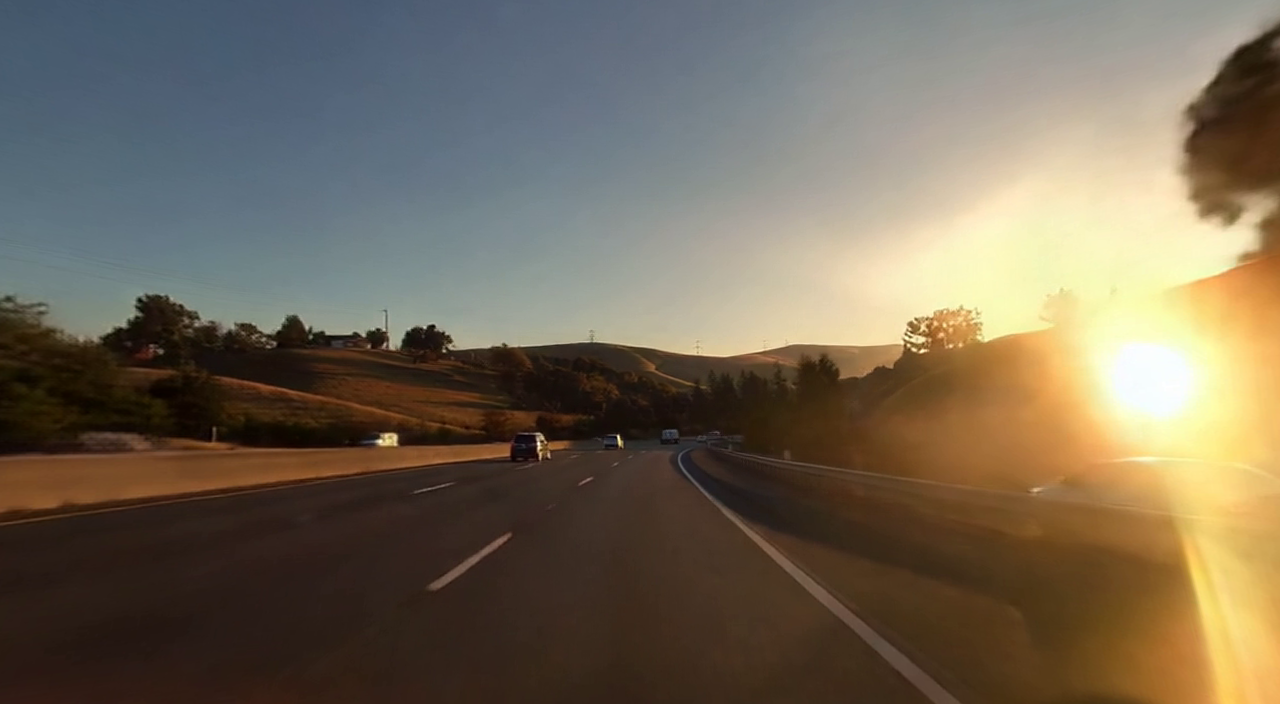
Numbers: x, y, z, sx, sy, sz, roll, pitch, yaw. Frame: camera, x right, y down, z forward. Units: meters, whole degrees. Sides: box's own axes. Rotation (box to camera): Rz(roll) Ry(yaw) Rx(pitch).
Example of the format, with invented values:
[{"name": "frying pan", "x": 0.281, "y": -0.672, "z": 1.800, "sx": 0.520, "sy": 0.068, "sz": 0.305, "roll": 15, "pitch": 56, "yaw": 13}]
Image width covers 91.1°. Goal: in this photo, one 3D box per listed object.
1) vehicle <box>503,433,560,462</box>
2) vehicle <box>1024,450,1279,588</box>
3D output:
[{"name": "vehicle", "x": -5.903, "y": 5.266, "z": 34.595, "sx": 2.010, "sy": 1.489, "sz": 4.456, "roll": 0, "pitch": -9, "yaw": 5}, {"name": "vehicle", "x": 10.358, "y": 2.934, "z": 12.158, "sx": 2.325, "sy": 1.972, "sz": 5.577, "roll": 1, "pitch": -9, "yaw": 0}]
